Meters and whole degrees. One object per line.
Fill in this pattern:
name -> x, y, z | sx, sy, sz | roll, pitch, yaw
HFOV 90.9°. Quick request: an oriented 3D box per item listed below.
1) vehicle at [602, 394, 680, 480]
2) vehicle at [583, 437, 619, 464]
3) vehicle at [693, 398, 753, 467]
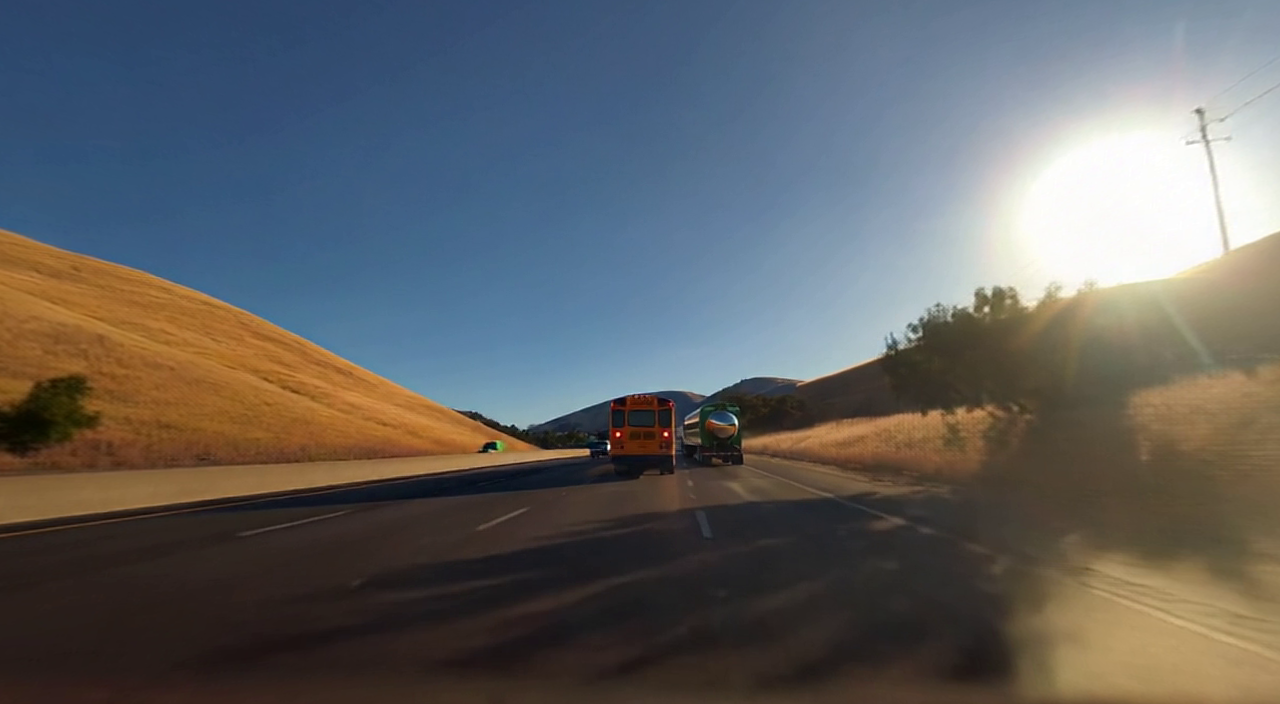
vehicle -> 0.262, 3.988, 29.416 | 2.948, 3.265, 10.569 | 0, -8, 3
vehicle -> -2.765, 7.130, 45.976 | 2.179, 1.846, 4.335 | 0, -8, 3
vehicle -> 4.812, 4.877, 37.718 | 2.716, 3.705, 7.018 | 0, -8, 1
